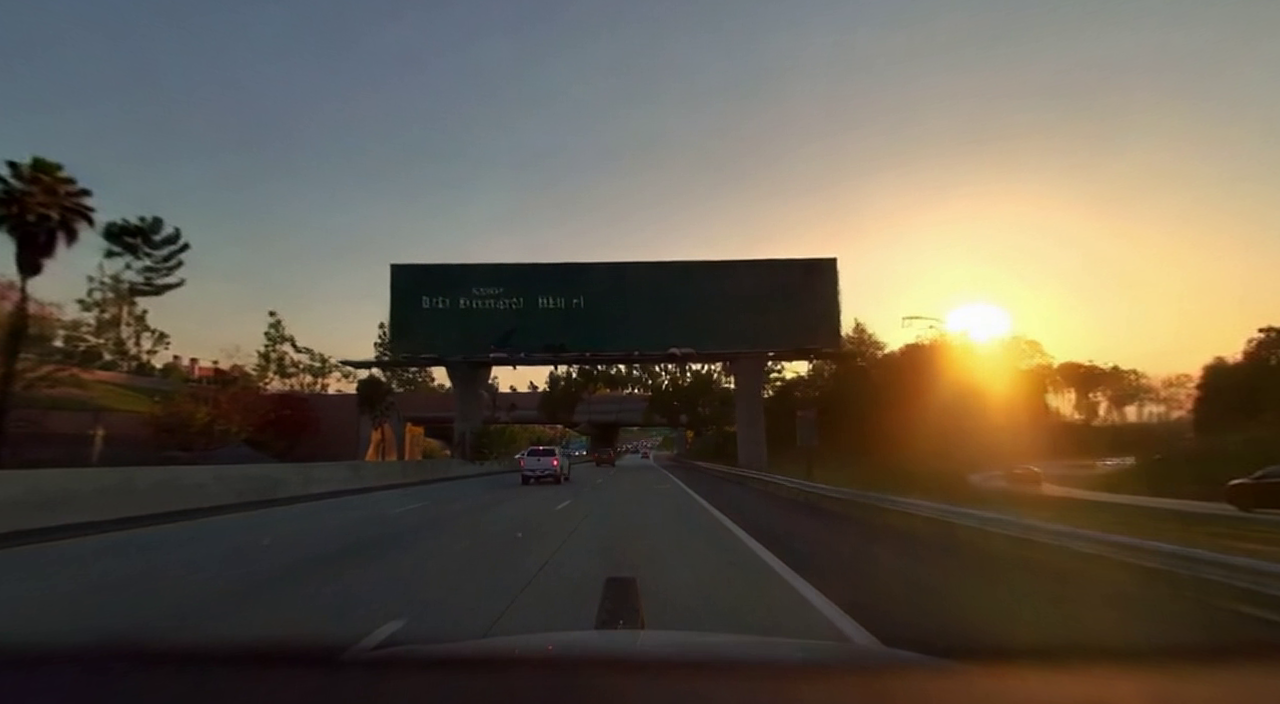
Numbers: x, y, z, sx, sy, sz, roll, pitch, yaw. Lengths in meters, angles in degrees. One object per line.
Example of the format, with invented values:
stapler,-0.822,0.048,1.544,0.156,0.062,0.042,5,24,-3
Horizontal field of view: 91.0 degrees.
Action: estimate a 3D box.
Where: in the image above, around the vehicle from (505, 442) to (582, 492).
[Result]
vehicle,-3.610,4.412,24.591,2.162,1.747,4.791,0,-9,1
